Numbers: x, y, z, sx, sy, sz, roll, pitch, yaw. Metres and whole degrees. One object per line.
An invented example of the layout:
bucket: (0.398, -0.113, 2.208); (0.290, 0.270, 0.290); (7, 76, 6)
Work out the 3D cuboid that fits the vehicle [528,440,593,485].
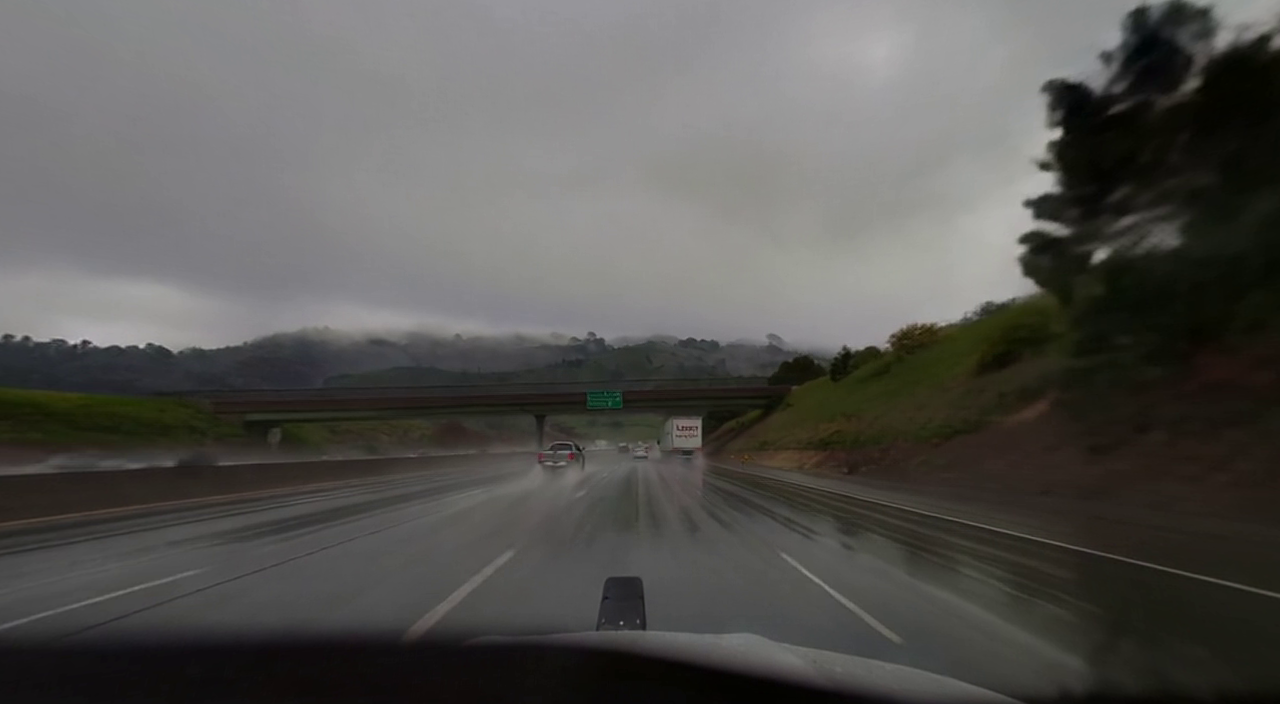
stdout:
vehicle: (-3.073, 4.395, 25.341); (2.052, 1.654, 4.303); (0, -9, 0)
